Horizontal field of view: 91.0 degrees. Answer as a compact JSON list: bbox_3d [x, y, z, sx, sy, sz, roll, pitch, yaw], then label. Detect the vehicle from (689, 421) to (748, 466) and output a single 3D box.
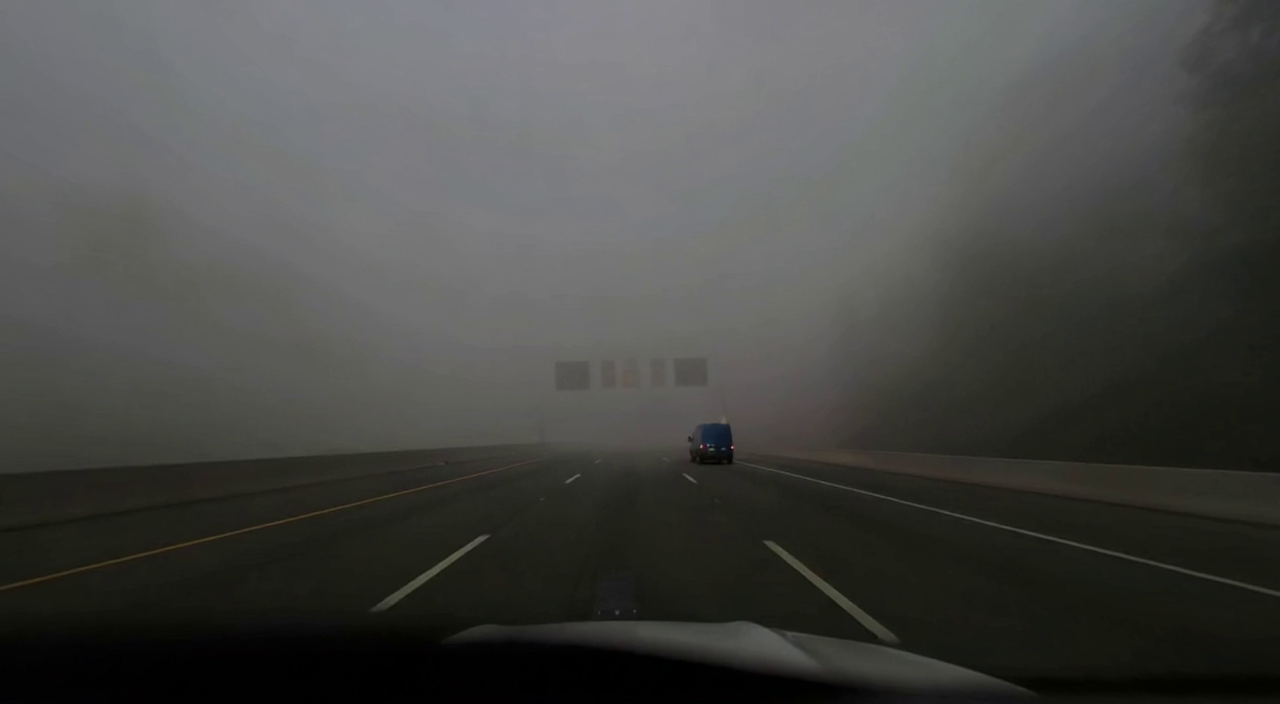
[{"bbox_3d":[3.740,4.487,30.845,2.161,2.002,4.631,0,-8,-2],"label":"vehicle"}]
